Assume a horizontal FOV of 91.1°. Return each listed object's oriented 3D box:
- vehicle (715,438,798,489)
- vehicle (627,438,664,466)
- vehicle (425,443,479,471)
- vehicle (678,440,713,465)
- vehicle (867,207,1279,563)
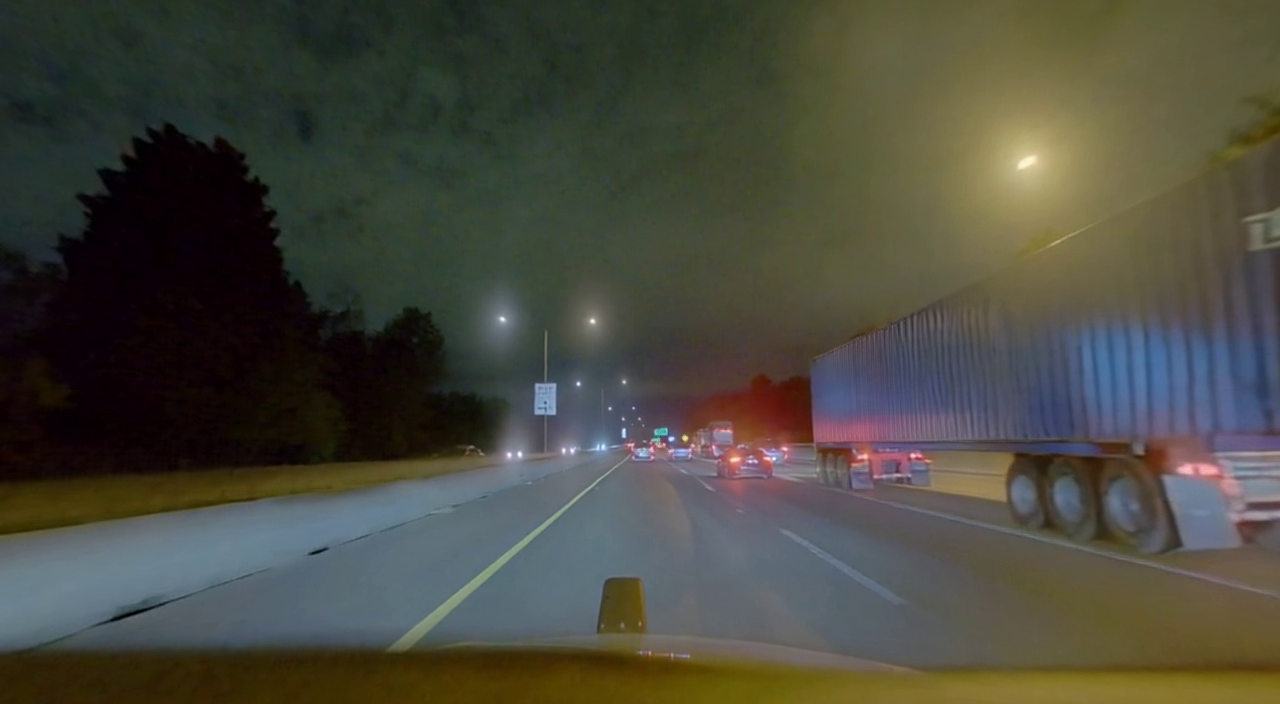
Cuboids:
[{"bbox_3d":[3.773,3.674,21.129,1.888,1.501,4.608,0,-8,0],"label":"vehicle"},{"bbox_3d":[0.391,6.529,41.088,2.313,1.736,4.215,0,-8,1],"label":"vehicle"},{"bbox_3d":[-13.193,7.372,44.409,2.200,1.857,4.748,0,-8,1],"label":"vehicle"},{"bbox_3d":[3.906,7.113,44.641,2.084,1.668,4.511,0,-8,0],"label":"vehicle"},{"bbox_3d":[7.335,0.964,11.587,2.752,3.975,9.319,0,-8,0],"label":"vehicle"}]
